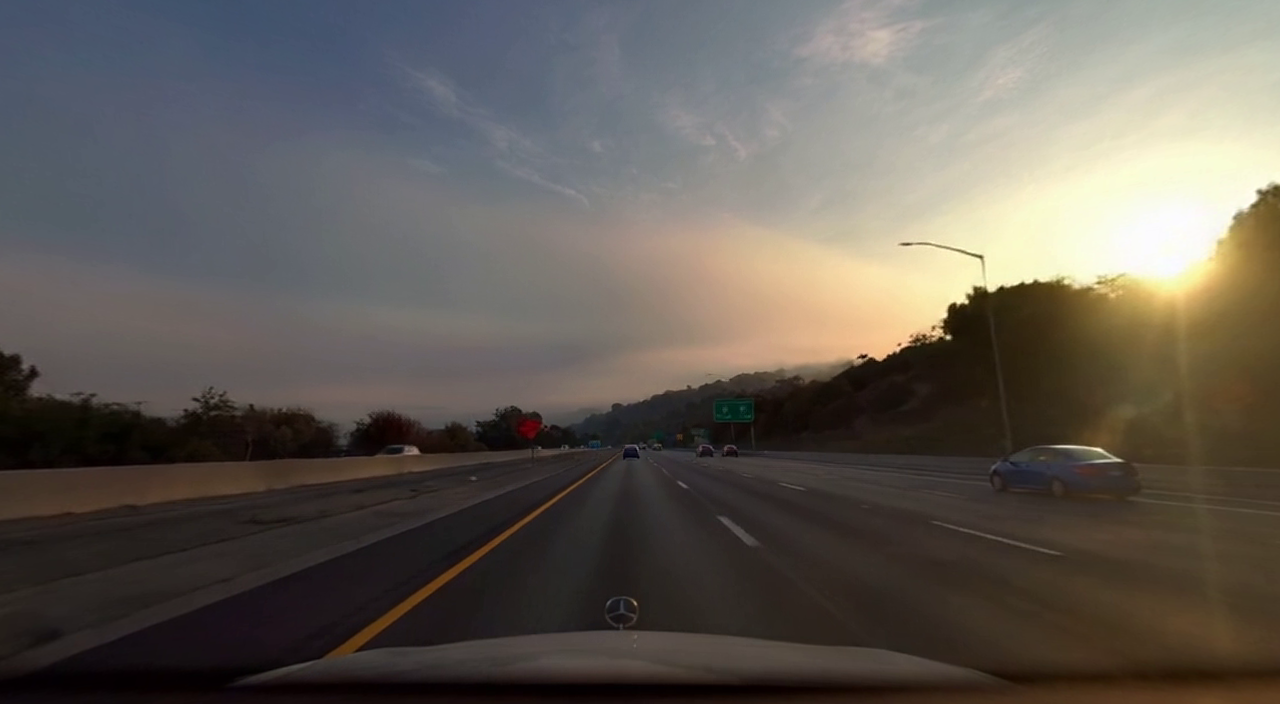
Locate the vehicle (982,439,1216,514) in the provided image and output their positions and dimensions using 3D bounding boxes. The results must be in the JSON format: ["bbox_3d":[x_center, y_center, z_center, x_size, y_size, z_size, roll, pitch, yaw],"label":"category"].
[{"bbox_3d":[10.711,2.882,15.340,2.024,1.481,4.747,1,-8,-2],"label":"vehicle"}]

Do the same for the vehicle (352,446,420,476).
[{"bbox_3d":[-14.691,6.314,36.896,2.013,1.529,4.916,0,-8,-1],"label":"vehicle"}]
